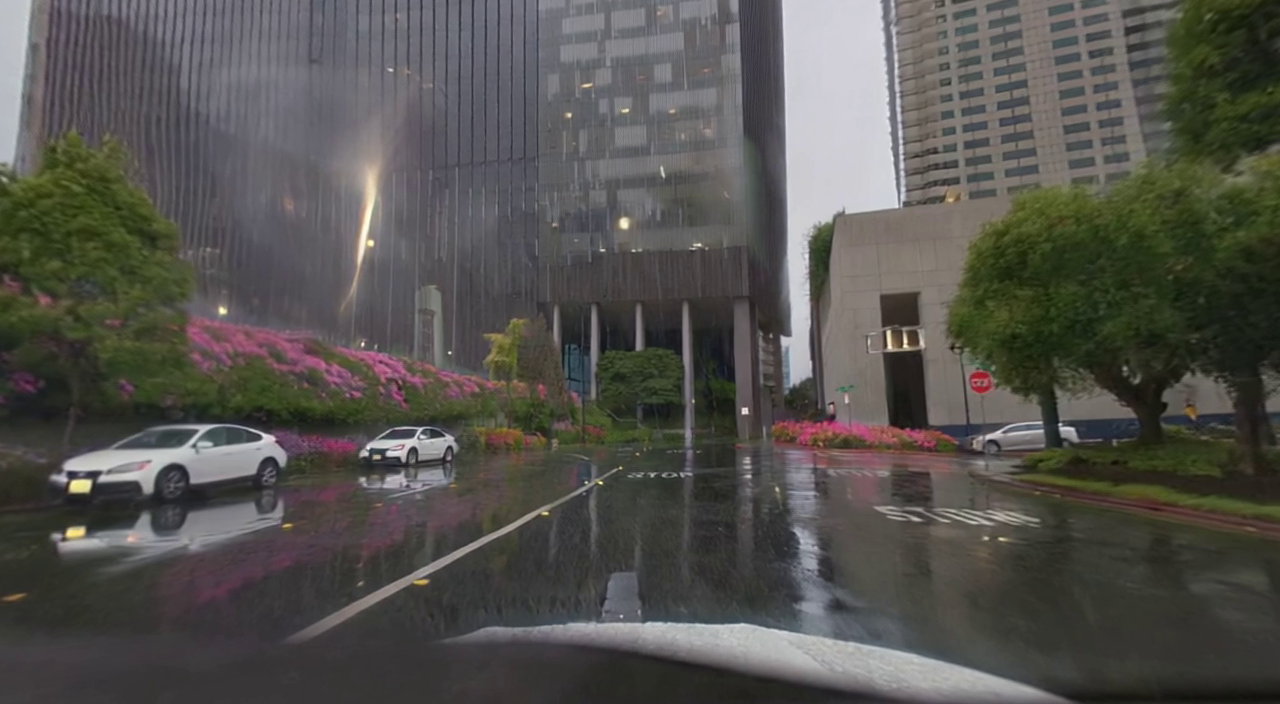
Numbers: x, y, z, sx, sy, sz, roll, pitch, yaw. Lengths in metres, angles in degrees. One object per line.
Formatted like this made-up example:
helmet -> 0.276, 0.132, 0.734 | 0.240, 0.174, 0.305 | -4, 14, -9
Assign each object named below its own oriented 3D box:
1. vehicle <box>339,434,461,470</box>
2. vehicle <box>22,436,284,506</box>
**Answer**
vehicle -> -10.597, 4.406, 27.957 | 4.694, 1.447, 2.137 | 5, -10, -29
vehicle -> -11.219, 2.765, 15.044 | 4.421, 1.446, 2.053 | 3, -9, -20
